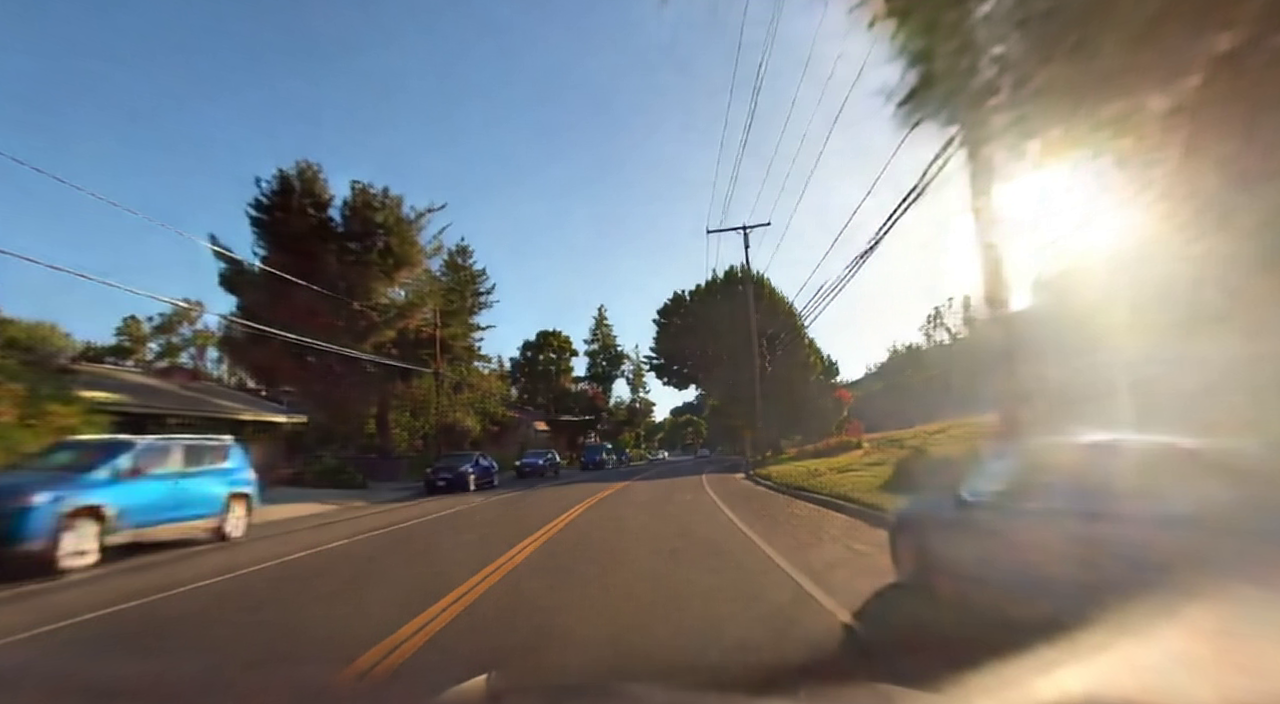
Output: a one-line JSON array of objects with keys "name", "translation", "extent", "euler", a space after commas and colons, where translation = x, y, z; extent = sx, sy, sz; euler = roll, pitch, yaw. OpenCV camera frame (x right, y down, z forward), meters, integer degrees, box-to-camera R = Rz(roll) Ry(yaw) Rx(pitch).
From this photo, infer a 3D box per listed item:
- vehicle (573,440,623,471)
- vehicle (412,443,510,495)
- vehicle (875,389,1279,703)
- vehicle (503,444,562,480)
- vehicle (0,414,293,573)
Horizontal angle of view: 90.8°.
[{"name": "vehicle", "translation": [-2.967, 7.572, 45.919], "extent": [2.295, 1.989, 5.055], "euler": [-4, -11, 11]}, {"name": "vehicle", "translation": [-6.396, 4.332, 23.208], "extent": [1.840, 1.523, 4.333], "euler": [4, -11, 6]}, {"name": "vehicle", "translation": [3.346, 1.143, 3.933], "extent": [2.054, 1.470, 4.504], "euler": [0, -9, 0]}, {"name": "vehicle", "translation": [-5.477, 5.713, 32.497], "extent": [1.927, 1.542, 3.886], "euler": [-5, -13, 6]}, {"name": "vehicle", "translation": [-7.329, 1.951, 9.139], "extent": [2.025, 1.715, 4.363], "euler": [-1, -10, 1]}]
